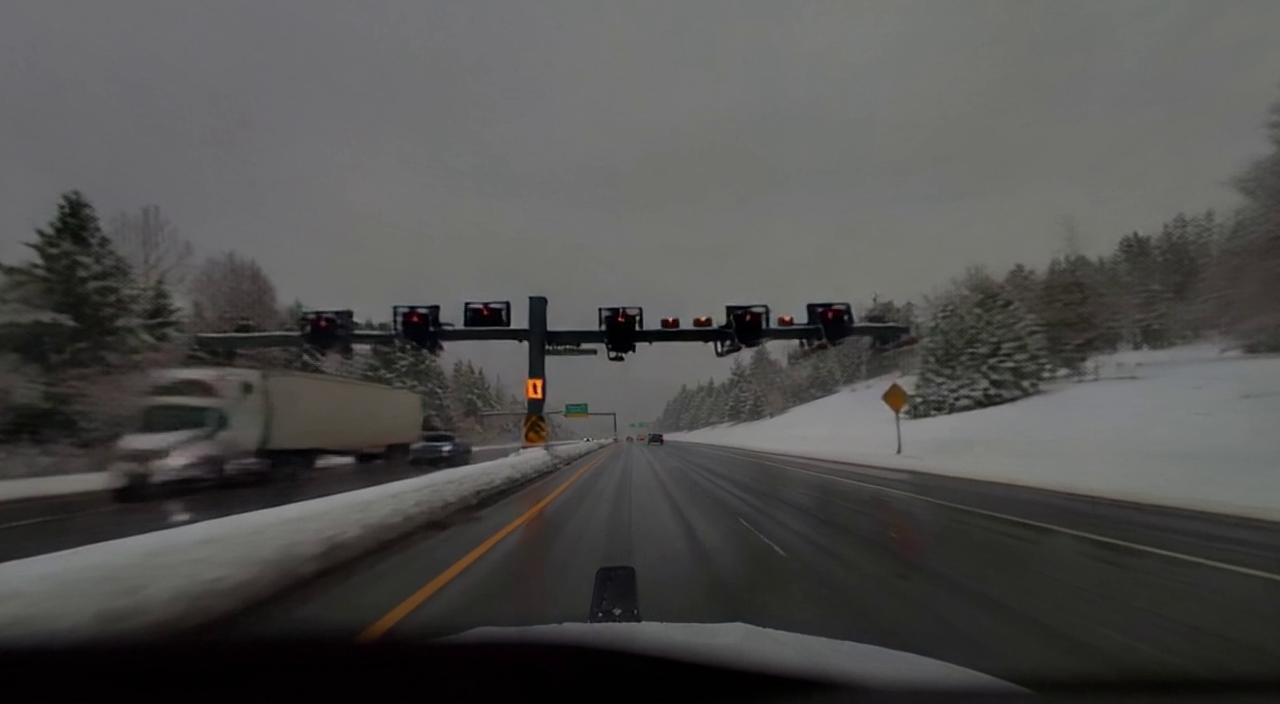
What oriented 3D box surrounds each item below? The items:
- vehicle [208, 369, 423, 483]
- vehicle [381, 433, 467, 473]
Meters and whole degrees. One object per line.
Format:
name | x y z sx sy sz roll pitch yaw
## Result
vehicle | -13.751 3.504 29.037 2.894 4.003 13.740 0 -8 -1
vehicle | -9.030 4.239 26.814 2.060 1.566 4.681 0 -8 -1
